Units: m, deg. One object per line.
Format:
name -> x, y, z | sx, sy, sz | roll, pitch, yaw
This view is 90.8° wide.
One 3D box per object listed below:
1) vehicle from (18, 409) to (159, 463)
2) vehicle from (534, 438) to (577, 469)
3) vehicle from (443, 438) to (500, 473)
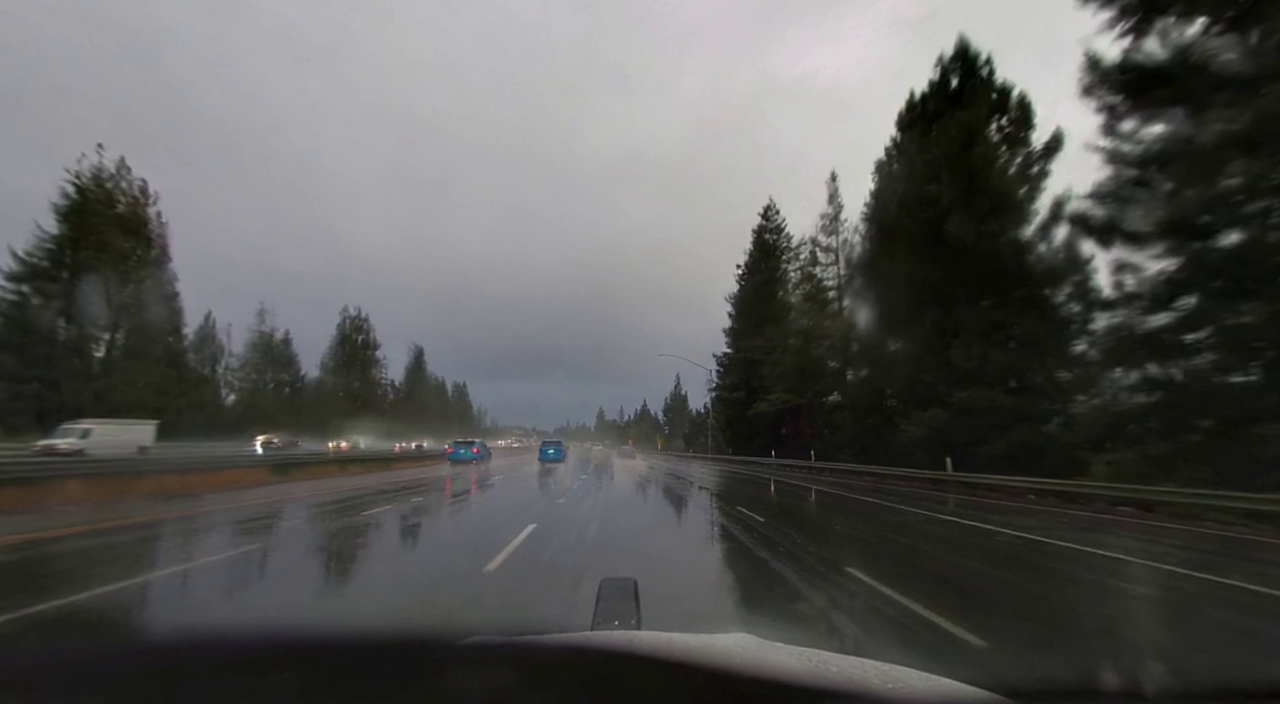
vehicle -> -38.148, 5.976, 44.223 | 3.012, 3.426, 7.995 | 1, -9, -4
vehicle -> -4.959, 6.052, 37.736 | 2.146, 1.766, 4.502 | 0, -9, -3
vehicle -> -8.810, 5.440, 33.410 | 2.016, 1.711, 4.365 | 0, -9, -3
